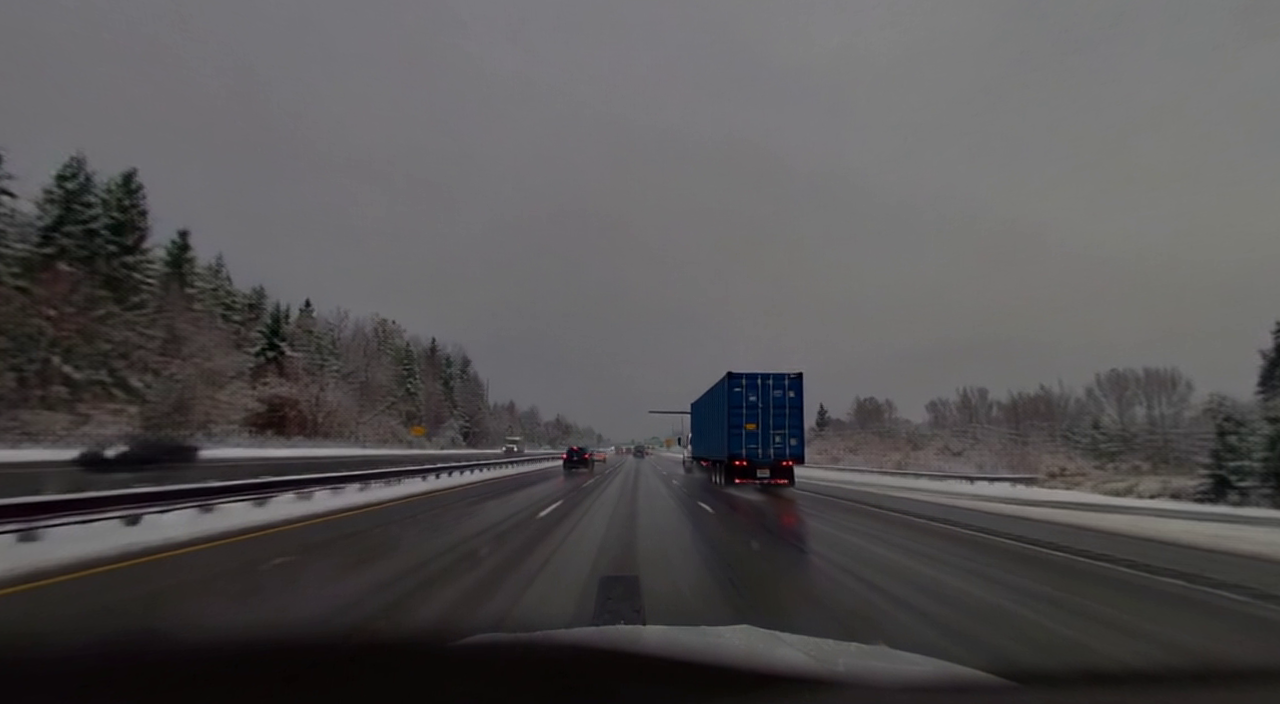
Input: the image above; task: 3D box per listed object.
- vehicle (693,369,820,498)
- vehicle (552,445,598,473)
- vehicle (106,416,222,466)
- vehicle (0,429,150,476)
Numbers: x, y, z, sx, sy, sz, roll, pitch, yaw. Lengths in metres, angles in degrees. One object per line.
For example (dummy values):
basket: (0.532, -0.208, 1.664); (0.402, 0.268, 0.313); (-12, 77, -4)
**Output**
vehicle: (4.202, 3.569, 26.359); (2.821, 4.046, 12.876); (0, -9, 0)
vehicle: (-4.085, 6.849, 40.442); (2.370, 1.647, 5.091); (0, -9, 1)
vehicle: (-20.088, 3.828, 26.823); (1.899, 1.973, 3.718); (0, -9, 1)
vehicle: (-20.012, 3.535, 22.161); (1.828, 1.455, 4.660); (0, -9, 0)
